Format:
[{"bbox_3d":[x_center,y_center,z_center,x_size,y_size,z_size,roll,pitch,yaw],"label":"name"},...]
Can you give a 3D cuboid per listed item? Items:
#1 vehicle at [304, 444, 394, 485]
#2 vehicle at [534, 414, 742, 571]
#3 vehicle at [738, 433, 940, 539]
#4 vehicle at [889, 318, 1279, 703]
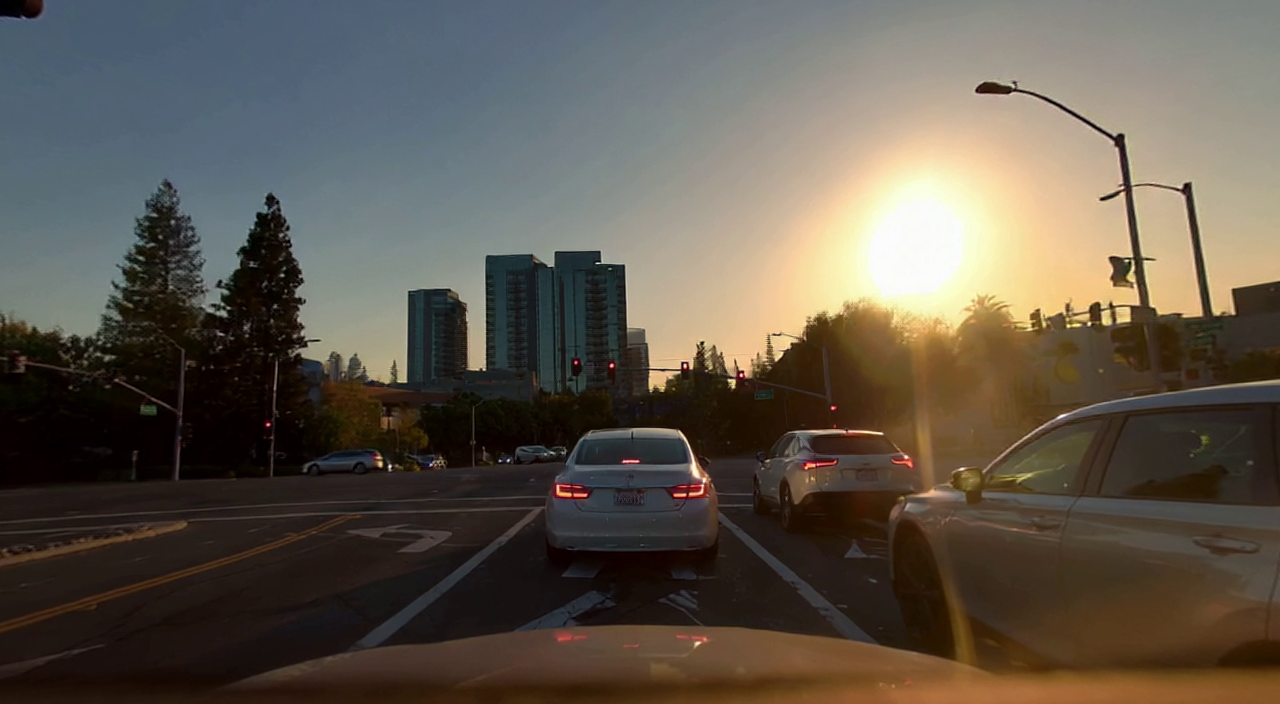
[{"bbox_3d":[-14.234,5.413,30.793,4.448,1.837,2.021,-6,-11,37],"label":"vehicle"},{"bbox_3d":[-0.070,1.786,8.758,2.188,1.637,4.027,0,-8,-1],"label":"vehicle"},{"bbox_3d":[3.153,2.215,11.140,2.001,1.463,4.398,0,-8,-2],"label":"vehicle"},{"bbox_3d":[3.008,0.864,2.667,2.103,1.701,4.294,0,-8,-1],"label":"vehicle"}]
